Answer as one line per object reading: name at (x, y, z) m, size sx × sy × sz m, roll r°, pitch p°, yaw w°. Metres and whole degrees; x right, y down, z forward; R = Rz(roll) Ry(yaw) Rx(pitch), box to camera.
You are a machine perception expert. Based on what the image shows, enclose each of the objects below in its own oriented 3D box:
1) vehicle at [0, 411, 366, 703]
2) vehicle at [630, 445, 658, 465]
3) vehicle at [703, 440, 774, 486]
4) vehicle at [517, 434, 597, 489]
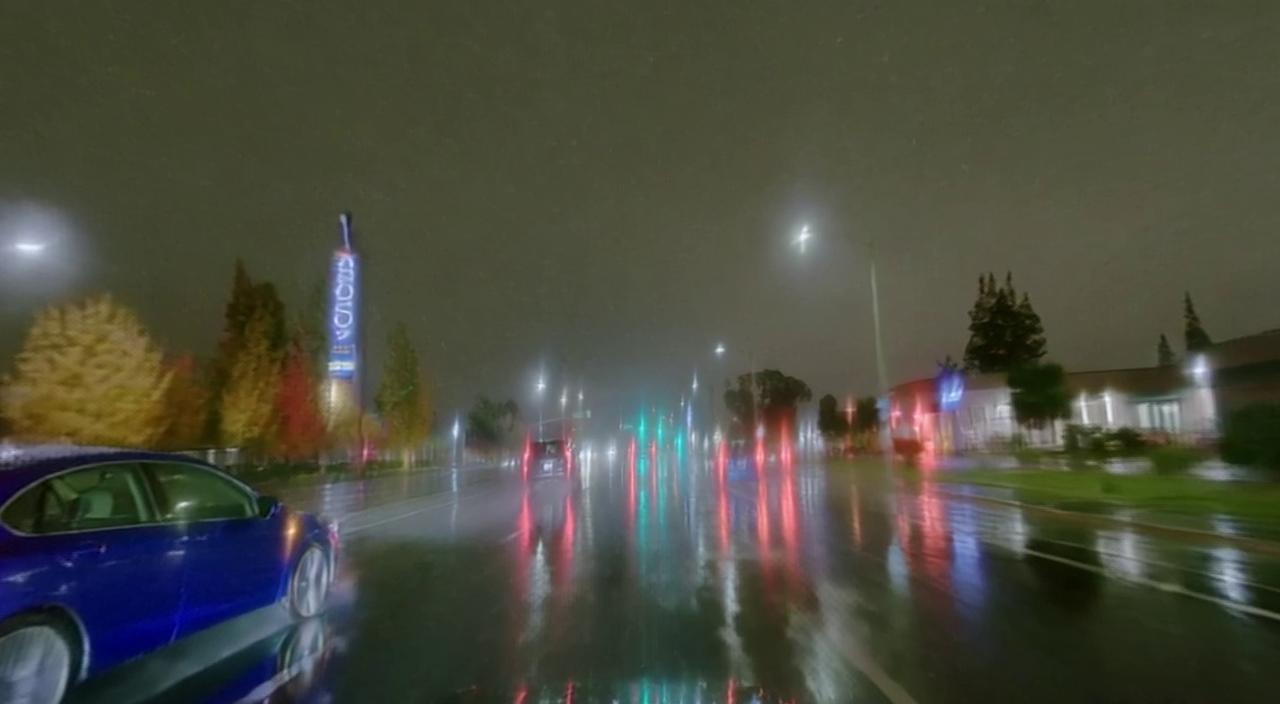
vehicle at (-3.266, 1.020, 2.708) m, size 1.956 × 1.460 × 4.802 m, roll 0°, pitch -8°, yaw 1°
vehicle at (0.299, 7.714, 47.487) m, size 2.069 × 1.445 × 3.965 m, roll 0°, pitch -8°, yaw 0°
vehicle at (3.487, 4.025, 23.179) m, size 1.904 × 1.490 × 4.299 m, roll 0°, pitch -8°, yaw 0°
vehicle at (-2.878, 3.925, 22.963) m, size 2.193 × 1.788 × 4.603 m, roll 0°, pitch -8°, yaw 1°
